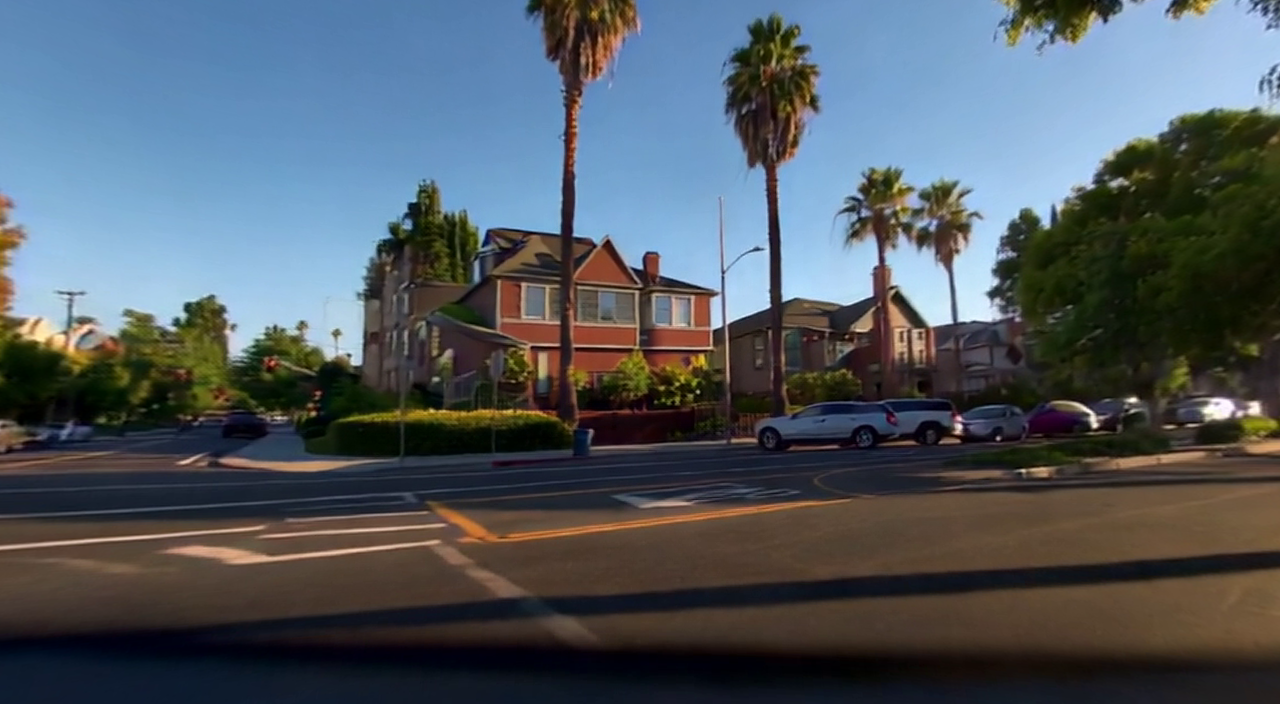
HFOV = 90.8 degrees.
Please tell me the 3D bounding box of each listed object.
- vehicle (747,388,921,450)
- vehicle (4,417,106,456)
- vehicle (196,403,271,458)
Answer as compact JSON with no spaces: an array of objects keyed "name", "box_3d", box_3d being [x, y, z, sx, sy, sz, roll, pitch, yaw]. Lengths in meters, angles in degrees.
[{"name":"vehicle","box_3d":[6.032,2.227,20.128,4.866,1.752,1.998,-8,-12,44]},{"name":"vehicle","box_3d":[-25.446,3.743,27.672,2.071,1.538,4.428,4,-9,-27]},{"name":"vehicle","box_3d":[-16.450,3.265,25.785,2.154,2.035,4.261,5,-10,-29]}]
